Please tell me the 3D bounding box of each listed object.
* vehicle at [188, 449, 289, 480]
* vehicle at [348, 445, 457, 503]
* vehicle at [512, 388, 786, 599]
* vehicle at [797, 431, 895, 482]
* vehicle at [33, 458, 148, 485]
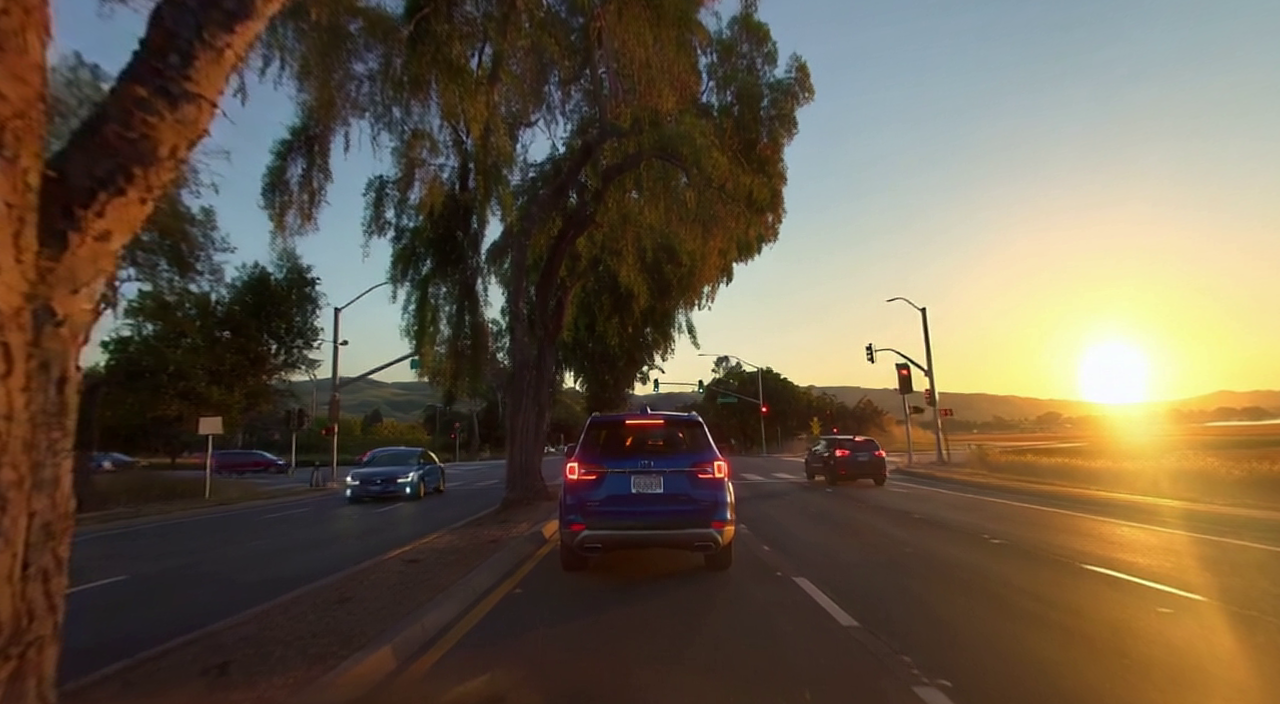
[{"bbox_3d":[-23.381,6.535,36.804,4.608,1.680,2.026,-1,-8,8],"label":"vehicle"},{"bbox_3d":[-7.020,3.601,19.222,2.425,1.480,4.707,2,-9,-12],"label":"vehicle"},{"bbox_3d":[0.065,1.491,7.465,2.298,1.770,4.138,0,-8,0],"label":"vehicle"},{"bbox_3d":[7.138,3.669,22.401,2.012,1.636,4.352,0,-8,0],"label":"vehicle"},{"bbox_3d":[-31.679,6.880,36.446,4.559,1.458,2.265,0,-8,1],"label":"vehicle"}]
